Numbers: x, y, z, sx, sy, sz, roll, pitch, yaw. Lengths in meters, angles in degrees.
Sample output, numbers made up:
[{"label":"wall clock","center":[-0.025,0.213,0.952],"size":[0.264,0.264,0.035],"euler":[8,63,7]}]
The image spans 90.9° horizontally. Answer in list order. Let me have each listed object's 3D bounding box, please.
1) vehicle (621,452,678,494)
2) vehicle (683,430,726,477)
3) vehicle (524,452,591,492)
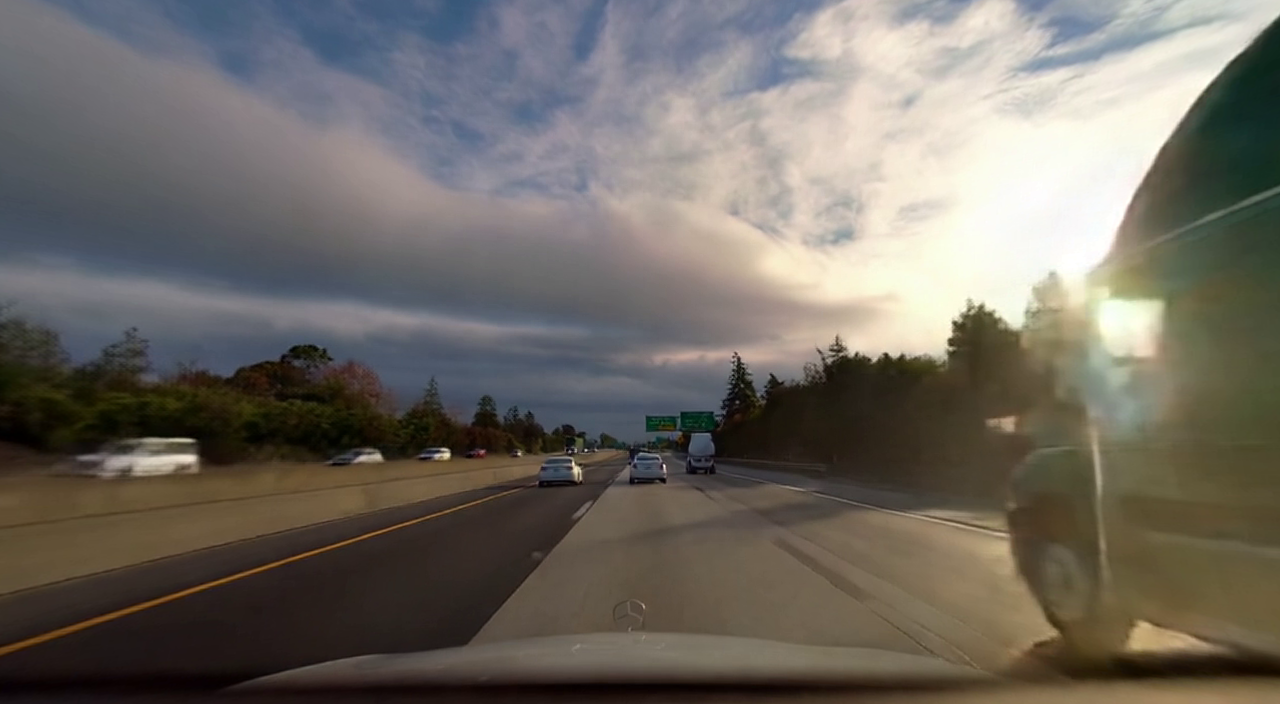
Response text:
[{"label":"vehicle","center":[0.325,4.781,25.337],"size":[2.089,1.516,4.191],"euler":[0,-9,0]},{"label":"vehicle","center":[4.617,7.174,44.363],"size":[2.650,2.978,6.937],"euler":[-2,-10,8]},{"label":"vehicle","center":[-3.274,4.821,25.732],"size":[2.105,1.467,4.099],"euler":[0,-9,1]}]
